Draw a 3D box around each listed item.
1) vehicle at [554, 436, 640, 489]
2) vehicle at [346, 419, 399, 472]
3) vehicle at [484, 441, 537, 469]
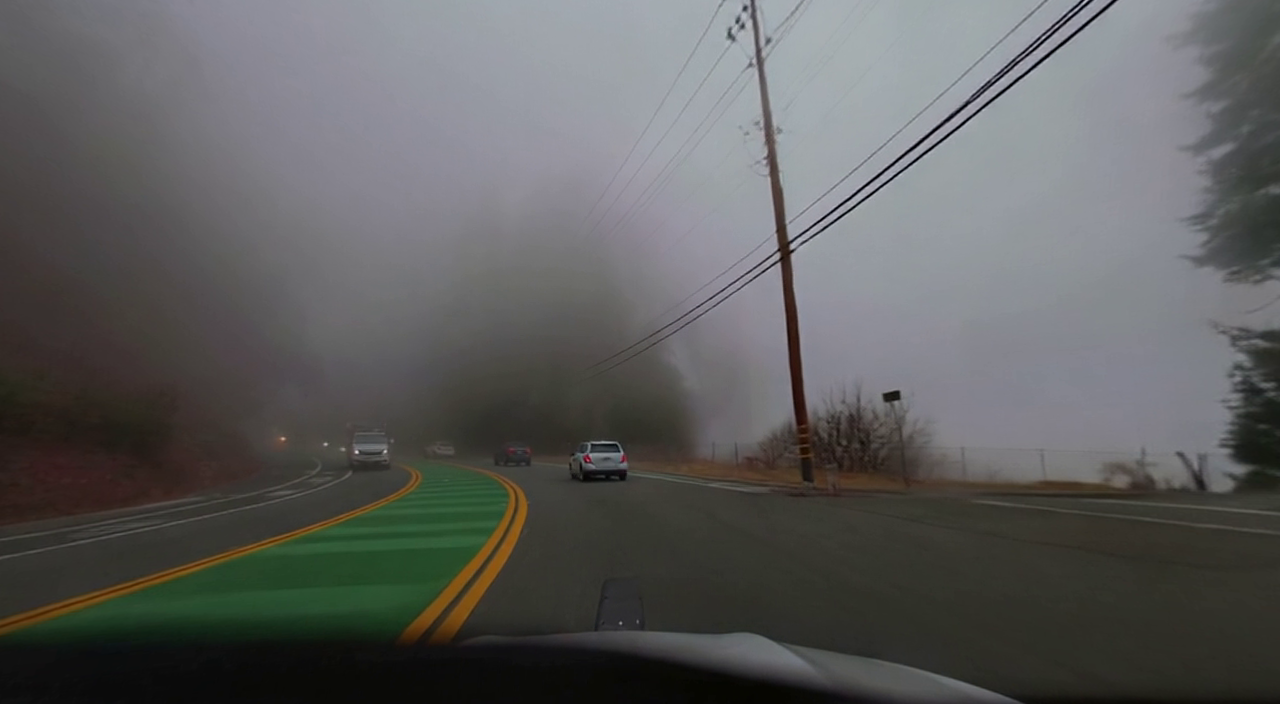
[{"bbox_3d":[-1.716,4.074,23.566,2.140,1.767,4.720,2,-9,-17],"label":"vehicle"},{"bbox_3d":[-16.270,5.675,38.202,2.413,2.872,6.823,4,-10,-26],"label":"vehicle"},{"bbox_3d":[-8.336,6.574,40.363,2.075,1.699,4.520,4,-10,-28],"label":"vehicle"}]
